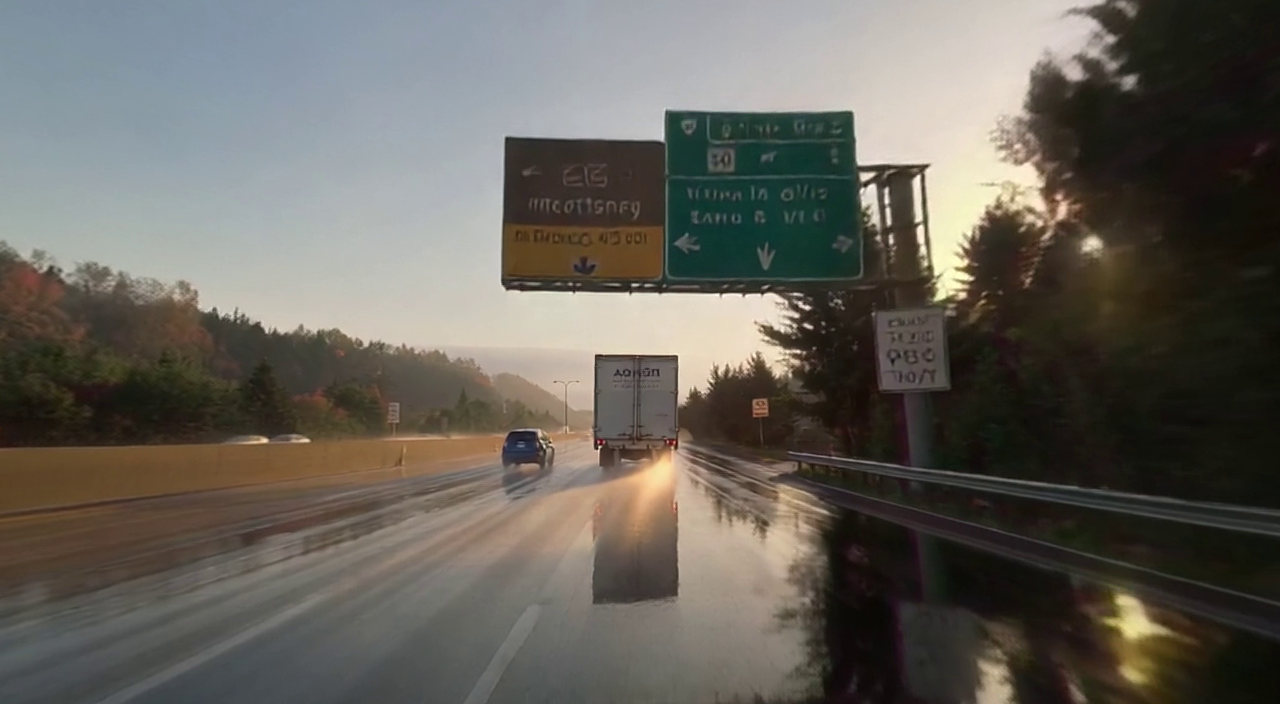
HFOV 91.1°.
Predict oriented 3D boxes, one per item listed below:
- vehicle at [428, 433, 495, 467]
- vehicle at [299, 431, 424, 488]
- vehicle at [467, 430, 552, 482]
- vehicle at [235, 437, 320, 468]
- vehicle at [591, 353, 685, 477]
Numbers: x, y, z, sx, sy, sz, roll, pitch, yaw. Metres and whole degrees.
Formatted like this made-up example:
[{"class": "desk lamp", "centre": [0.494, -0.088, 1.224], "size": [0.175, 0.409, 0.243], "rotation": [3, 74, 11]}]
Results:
[{"class": "vehicle", "centre": [-8.603, 4.745, 30.795], "size": [1.976, 1.510, 4.604], "rotation": [0, -8, -1]}, {"class": "vehicle", "centre": [-8.131, 3.136, 18.821], "size": [1.943, 1.500, 4.011], "rotation": [0, -8, -1]}, {"class": "vehicle", "centre": [-4.094, 3.309, 20.383], "size": [1.933, 1.492, 3.838], "rotation": [0, -8, 0]}, {"class": "vehicle", "centre": [-19.590, 5.419, 34.217], "size": [1.923, 1.506, 4.408], "rotation": [0, -8, 1]}, {"class": "vehicle", "centre": [-0.214, 2.789, 26.299], "size": [3.118, 4.106, 10.719], "rotation": [0, -8, -2]}]
